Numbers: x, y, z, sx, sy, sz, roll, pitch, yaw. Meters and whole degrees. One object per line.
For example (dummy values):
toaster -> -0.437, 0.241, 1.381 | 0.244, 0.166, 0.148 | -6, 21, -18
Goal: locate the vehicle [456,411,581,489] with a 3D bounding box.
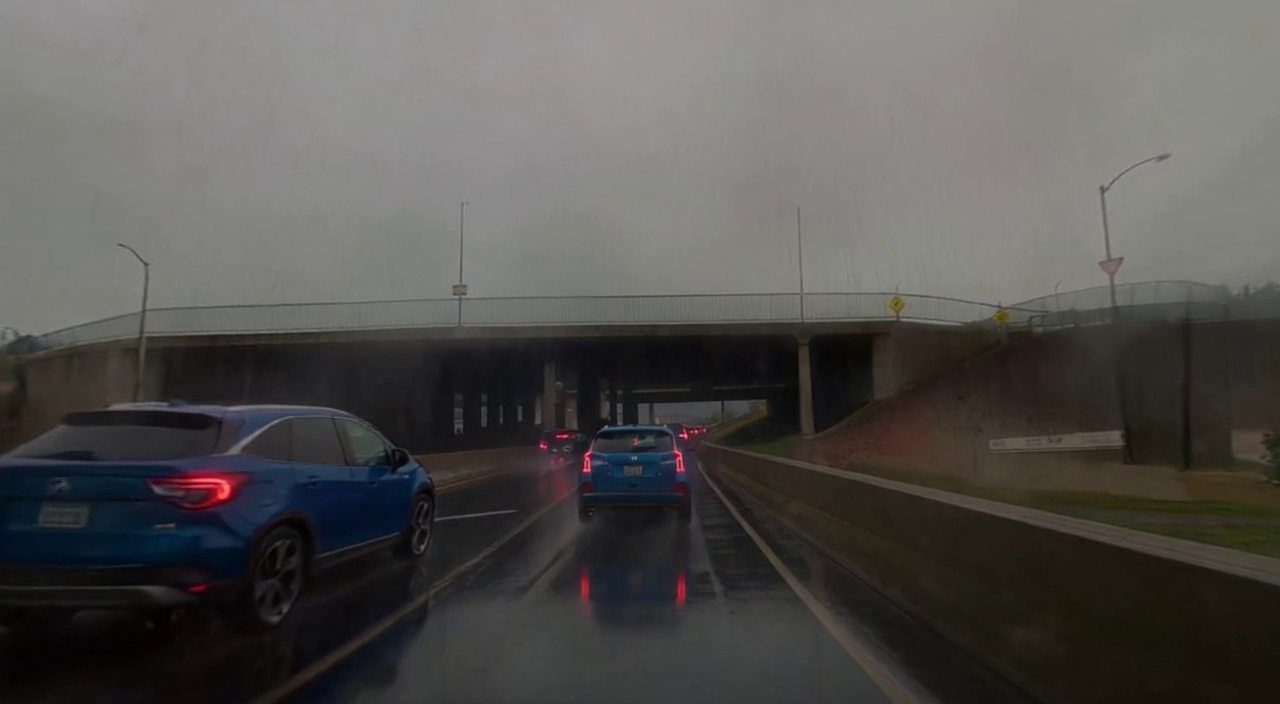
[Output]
vehicle -> -3.330, 2.886, 18.753 | 2.329, 1.948, 5.800 | -1, -8, 3

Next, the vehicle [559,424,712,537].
vehicle -> 0.015, 2.009, 10.442 | 2.020, 1.478, 4.092 | -1, -8, 2

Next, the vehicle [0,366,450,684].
vehicle -> -3.536, 1.292, 5.864 | 2.017, 1.761, 4.572 | 0, -8, 1
